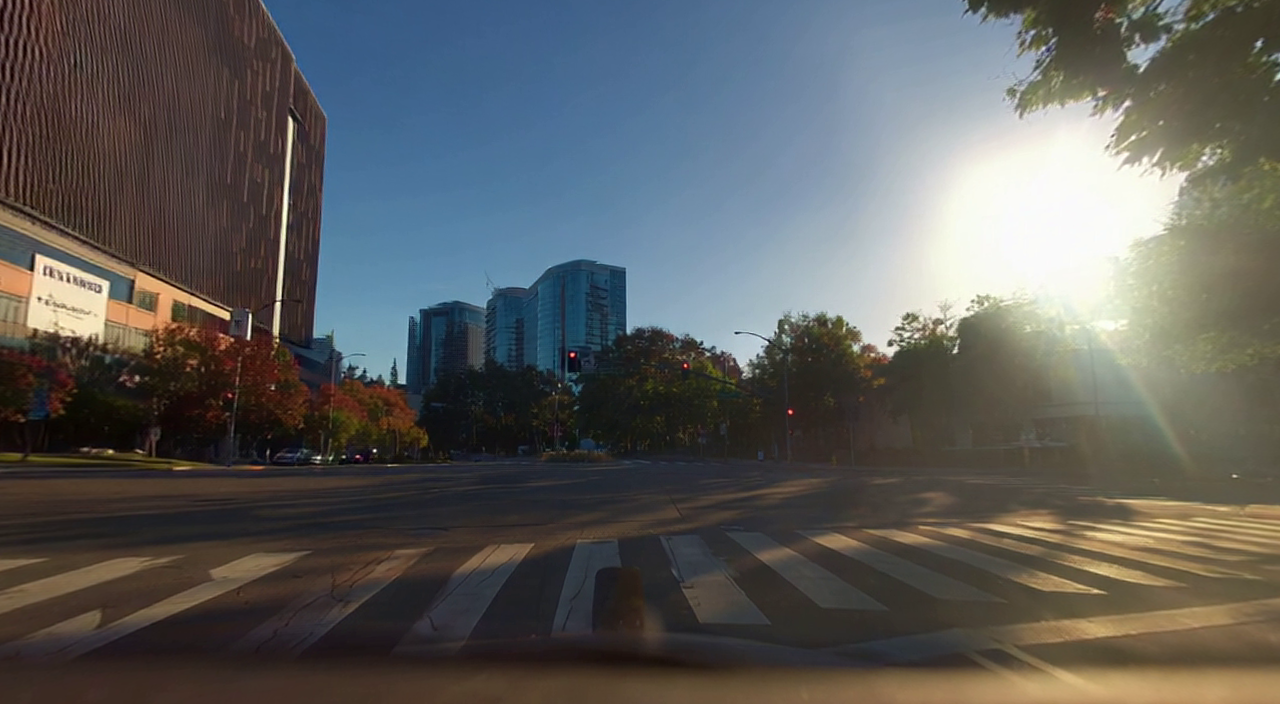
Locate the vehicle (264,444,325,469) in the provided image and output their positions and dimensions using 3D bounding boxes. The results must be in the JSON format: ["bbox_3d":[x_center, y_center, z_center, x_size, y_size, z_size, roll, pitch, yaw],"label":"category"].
[{"bbox_3d":[-21.860,6.595,40.151,2.005,1.496,4.020,1,-9,-6],"label":"vehicle"}]

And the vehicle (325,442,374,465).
[{"bbox_3d":[-22.441,7.856,49.007,2.023,1.706,4.756,1,-9,-6],"label":"vehicle"}]
